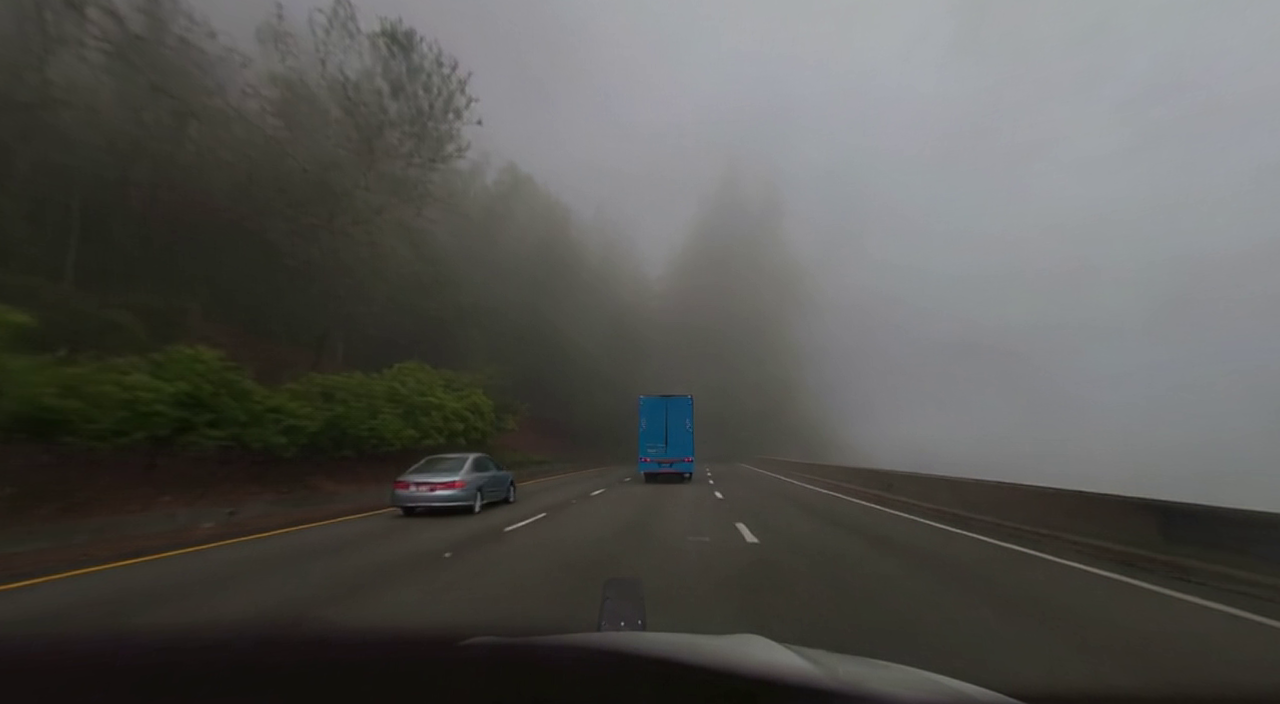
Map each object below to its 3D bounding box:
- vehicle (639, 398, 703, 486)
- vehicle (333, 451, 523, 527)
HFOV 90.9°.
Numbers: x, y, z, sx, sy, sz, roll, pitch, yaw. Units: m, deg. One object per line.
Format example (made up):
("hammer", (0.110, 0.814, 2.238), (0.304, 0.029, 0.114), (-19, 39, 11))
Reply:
("vehicle", (1.799, 4.717, 32.633), (2.821, 3.878, 8.925), (-1, -9, 6))
("vehicle", (-4.314, 2.867, 13.915), (2.133, 1.358, 4.870), (-1, -9, 5))
